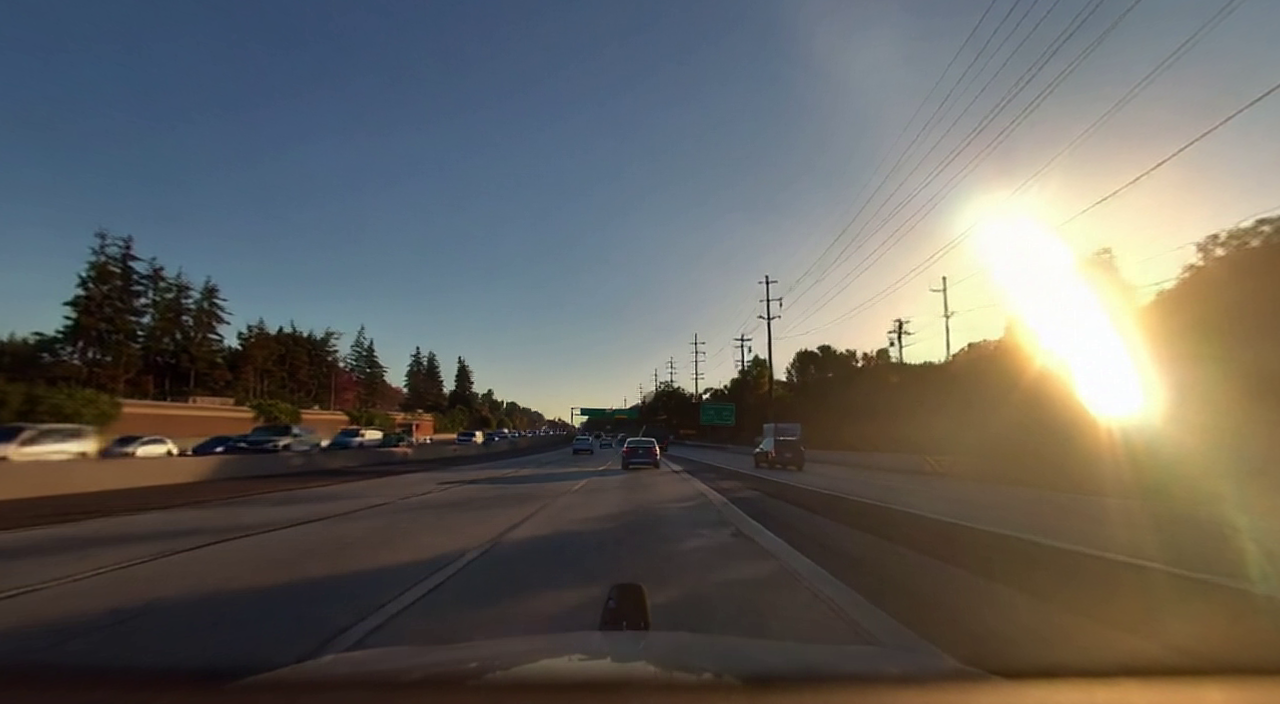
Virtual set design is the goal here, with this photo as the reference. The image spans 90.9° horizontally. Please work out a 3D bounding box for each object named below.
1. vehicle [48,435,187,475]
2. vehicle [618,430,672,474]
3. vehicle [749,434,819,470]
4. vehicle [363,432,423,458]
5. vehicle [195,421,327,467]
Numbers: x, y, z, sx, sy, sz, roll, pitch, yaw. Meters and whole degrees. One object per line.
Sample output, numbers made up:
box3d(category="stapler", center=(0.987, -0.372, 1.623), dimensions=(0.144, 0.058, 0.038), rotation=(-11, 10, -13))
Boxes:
box3d(category="vehicle", center=(-20.200, 3.982, 24.659), dimensions=(1.824, 1.414, 4.289), rotation=(0, -8, -1))
box3d(category="vehicle", center=(0.172, 4.456, 28.265), dimensions=(2.192, 1.769, 4.287), rotation=(0, -8, -1))
box3d(category="vehicle", center=(7.343, 5.159, 32.728), dimensions=(2.099, 1.720, 4.829), rotation=(1, -8, -5))
box3d(category="vehicle", center=(-16.154, 6.147, 41.531), dimensions=(2.055, 1.611, 4.851), rotation=(0, -8, 0))
box3d(category="vehicle", center=(-16.511, 4.084, 27.969), dimensions=(2.188, 1.786, 5.759), rotation=(0, -8, 1))
